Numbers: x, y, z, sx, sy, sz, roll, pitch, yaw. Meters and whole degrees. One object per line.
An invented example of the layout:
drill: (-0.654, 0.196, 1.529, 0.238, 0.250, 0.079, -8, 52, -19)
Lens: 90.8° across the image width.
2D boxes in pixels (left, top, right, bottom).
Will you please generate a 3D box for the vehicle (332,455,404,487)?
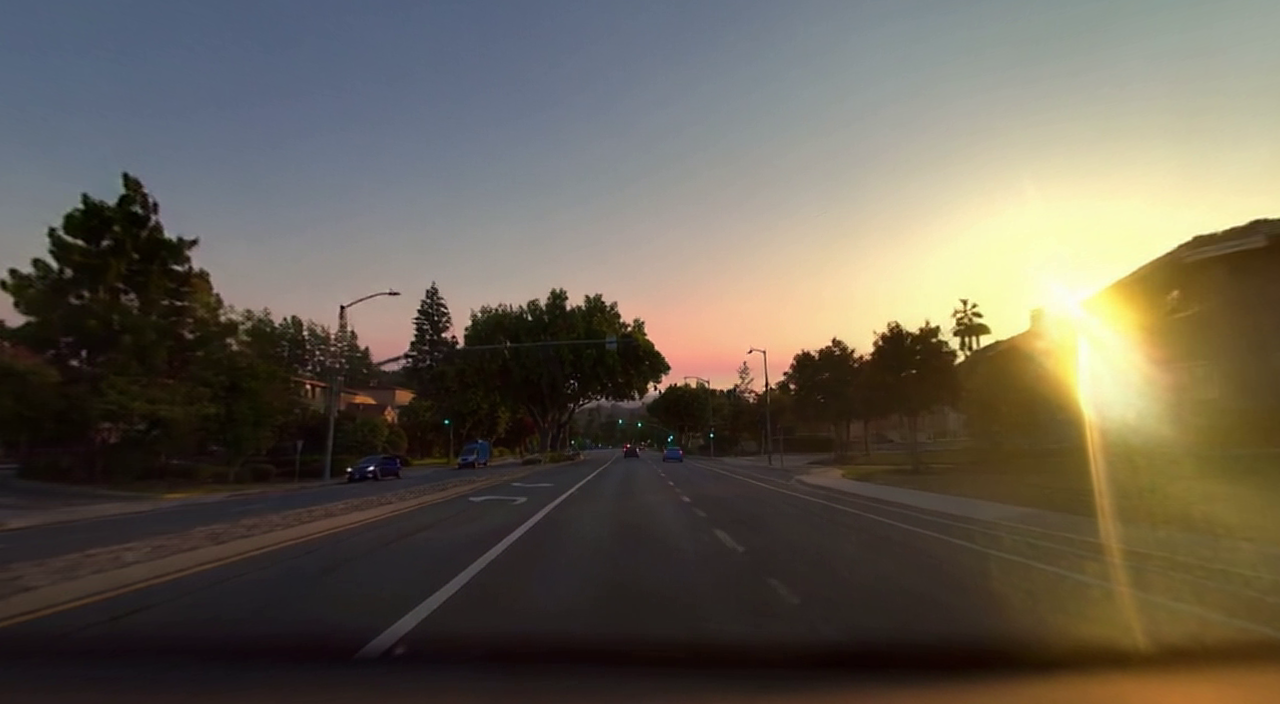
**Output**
vehicle: (-14.121, 6.158, 33.053, 1.888, 1.470, 4.282, 0, -9, 0)
